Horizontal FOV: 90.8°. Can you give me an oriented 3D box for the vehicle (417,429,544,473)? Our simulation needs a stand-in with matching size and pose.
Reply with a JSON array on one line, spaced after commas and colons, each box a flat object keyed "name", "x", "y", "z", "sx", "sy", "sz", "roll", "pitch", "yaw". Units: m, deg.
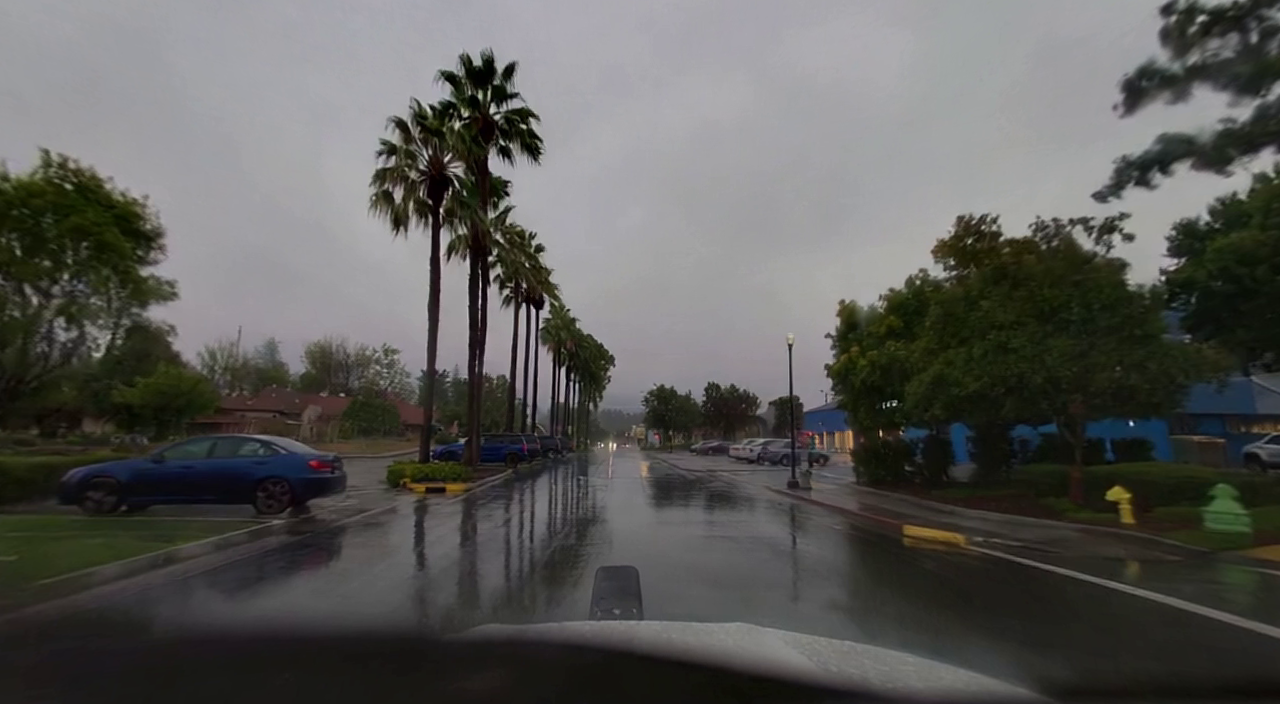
[{"name": "vehicle", "x": -7.334, "y": 4.571, "z": 29.302, "sx": 5.210, "sy": 1.834, "sz": 2.281, "roll": 5, "pitch": -10, "yaw": -30}]

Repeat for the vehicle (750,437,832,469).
[{"name": "vehicle", "x": 9.004, "y": 6.000, "z": 37.559, "sx": 4.509, "sy": 1.759, "sz": 2.077, "roll": 5, "pitch": -10, "yaw": -31}]

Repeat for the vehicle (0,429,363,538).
[{"name": "vehicle", "x": -7.620, "y": 2.170, "z": 10.989, "sx": 4.838, "sy": 1.521, "sz": 2.105, "roll": 5, "pitch": -10, "yaw": -30}]
